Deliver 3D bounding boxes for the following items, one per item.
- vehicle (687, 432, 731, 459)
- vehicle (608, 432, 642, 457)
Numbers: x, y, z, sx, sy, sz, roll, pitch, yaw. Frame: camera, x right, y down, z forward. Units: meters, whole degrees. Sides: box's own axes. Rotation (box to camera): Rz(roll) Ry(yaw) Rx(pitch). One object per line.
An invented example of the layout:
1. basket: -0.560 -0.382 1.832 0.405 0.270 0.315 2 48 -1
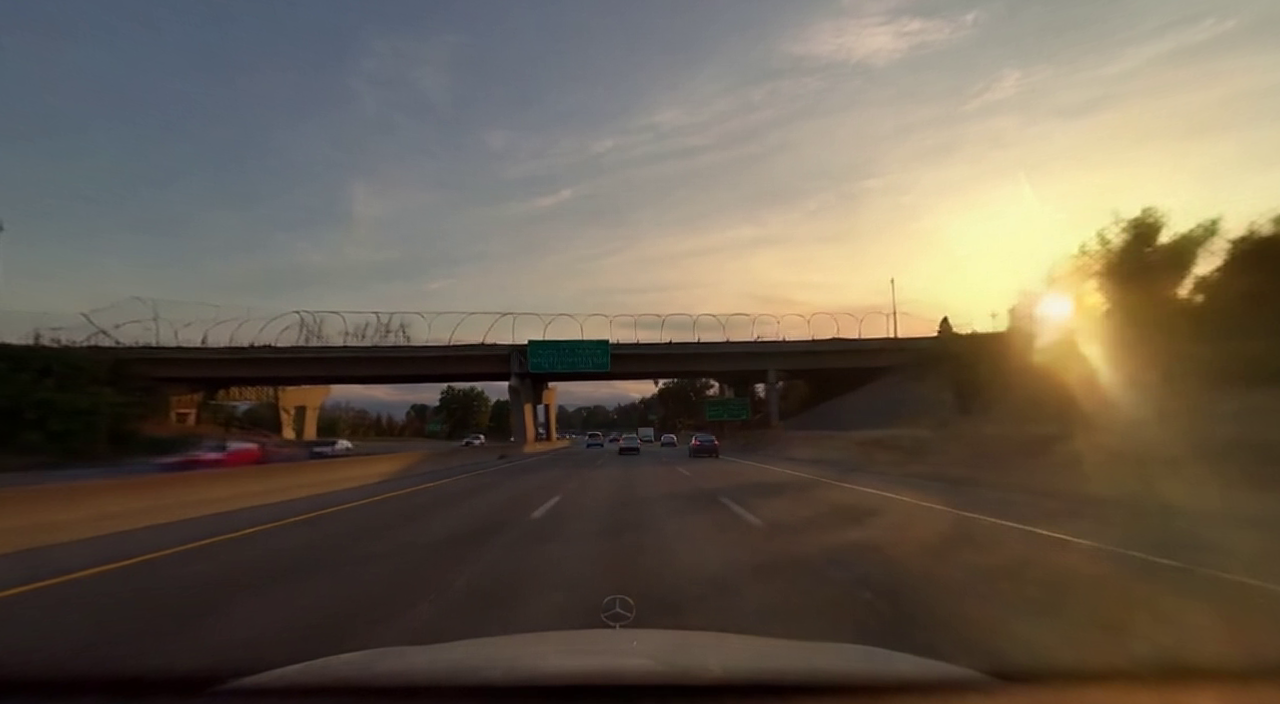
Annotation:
1. vehicle: 4.103 5.602 37.998 2.056 1.508 4.093 0 -8 -2
2. vehicle: -0.919 5.720 39.028 1.987 1.440 3.565 0 -8 -1
